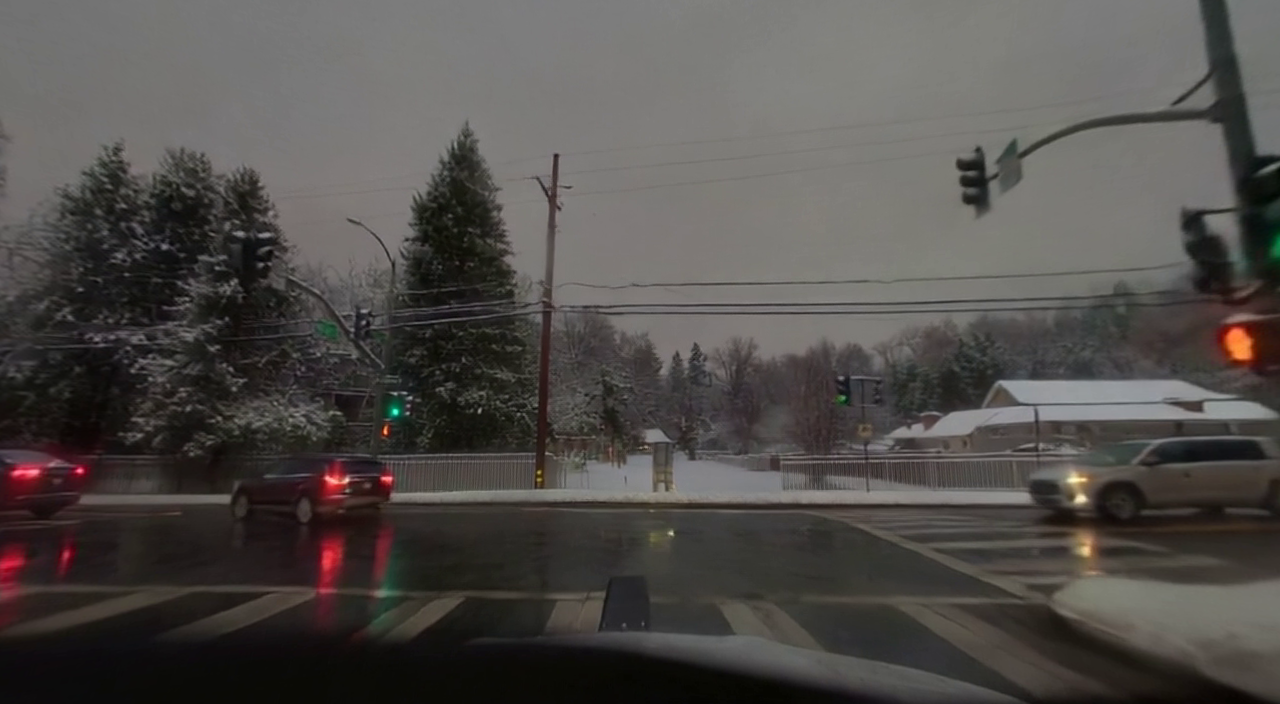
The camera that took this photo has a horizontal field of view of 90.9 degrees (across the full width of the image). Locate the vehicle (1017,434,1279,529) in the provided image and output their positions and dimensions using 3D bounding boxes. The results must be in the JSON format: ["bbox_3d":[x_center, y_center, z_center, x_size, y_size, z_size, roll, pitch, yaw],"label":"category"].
[{"bbox_3d":[10.703,2.567,12.842,4.600,1.722,2.074,-1,-9,7],"label":"vehicle"}]

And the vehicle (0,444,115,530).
[{"bbox_3d":[-14.202,2.802,13.466,4.485,1.625,1.980,-1,-9,9],"label":"vehicle"}]

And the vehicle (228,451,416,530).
[{"bbox_3d":[-7.464,3.081,14.650,4.512,1.506,2.078,-7,-11,38],"label":"vehicle"}]
